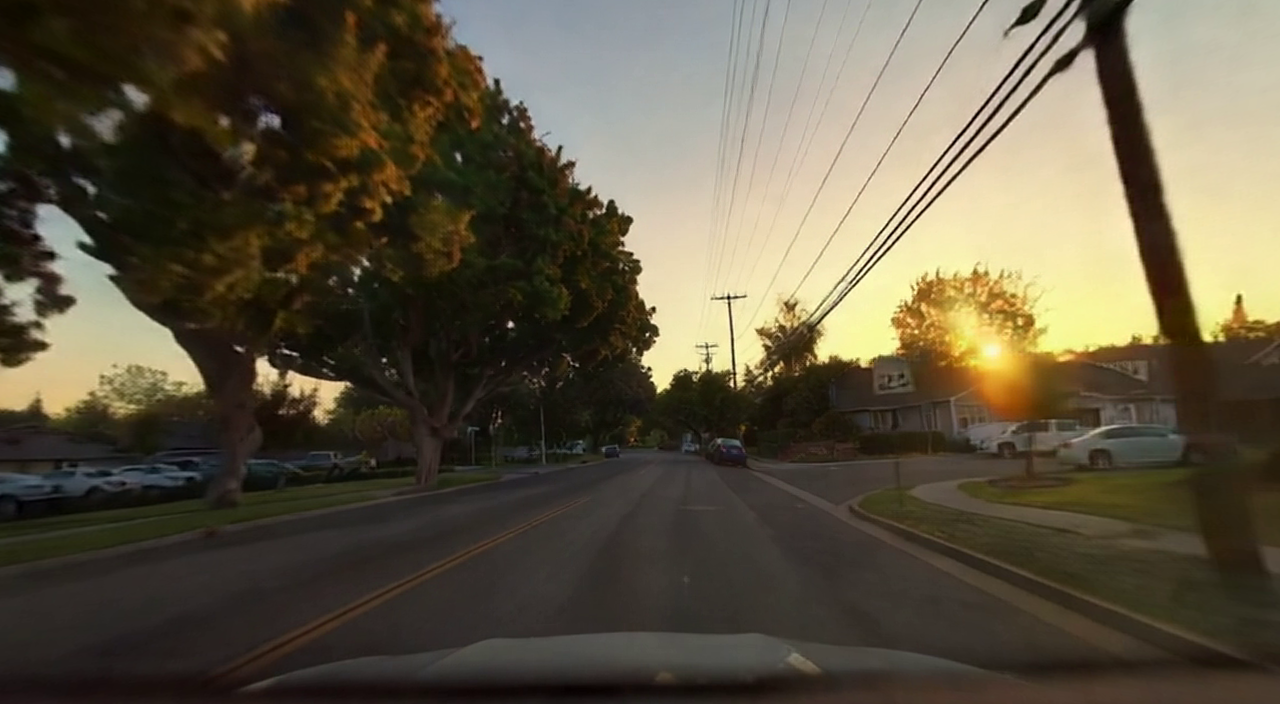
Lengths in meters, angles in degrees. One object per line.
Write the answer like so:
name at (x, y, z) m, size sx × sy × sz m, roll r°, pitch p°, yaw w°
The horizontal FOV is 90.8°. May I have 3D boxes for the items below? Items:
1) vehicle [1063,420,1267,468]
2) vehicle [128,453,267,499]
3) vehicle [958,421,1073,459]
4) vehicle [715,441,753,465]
vehicle at (17.108, 3.047, 20.852) m, size 4.727 × 1.457 × 1.958 m, roll -1°, pitch -8°, yaw 8°
vehicle at (-17.505, 4.901, 25.250) m, size 4.123 × 1.603 × 1.906 m, roll 3°, pitch -9°, yaw -23°
vehicle at (17.398, 4.123, 29.469) m, size 4.058 × 1.697 × 1.943 m, roll -1°, pitch -8°, yaw 3°
vehicle at (5.886, 6.379, 40.061) m, size 1.990 × 1.435 × 4.526 m, roll -1°, pitch -8°, yaw 3°
